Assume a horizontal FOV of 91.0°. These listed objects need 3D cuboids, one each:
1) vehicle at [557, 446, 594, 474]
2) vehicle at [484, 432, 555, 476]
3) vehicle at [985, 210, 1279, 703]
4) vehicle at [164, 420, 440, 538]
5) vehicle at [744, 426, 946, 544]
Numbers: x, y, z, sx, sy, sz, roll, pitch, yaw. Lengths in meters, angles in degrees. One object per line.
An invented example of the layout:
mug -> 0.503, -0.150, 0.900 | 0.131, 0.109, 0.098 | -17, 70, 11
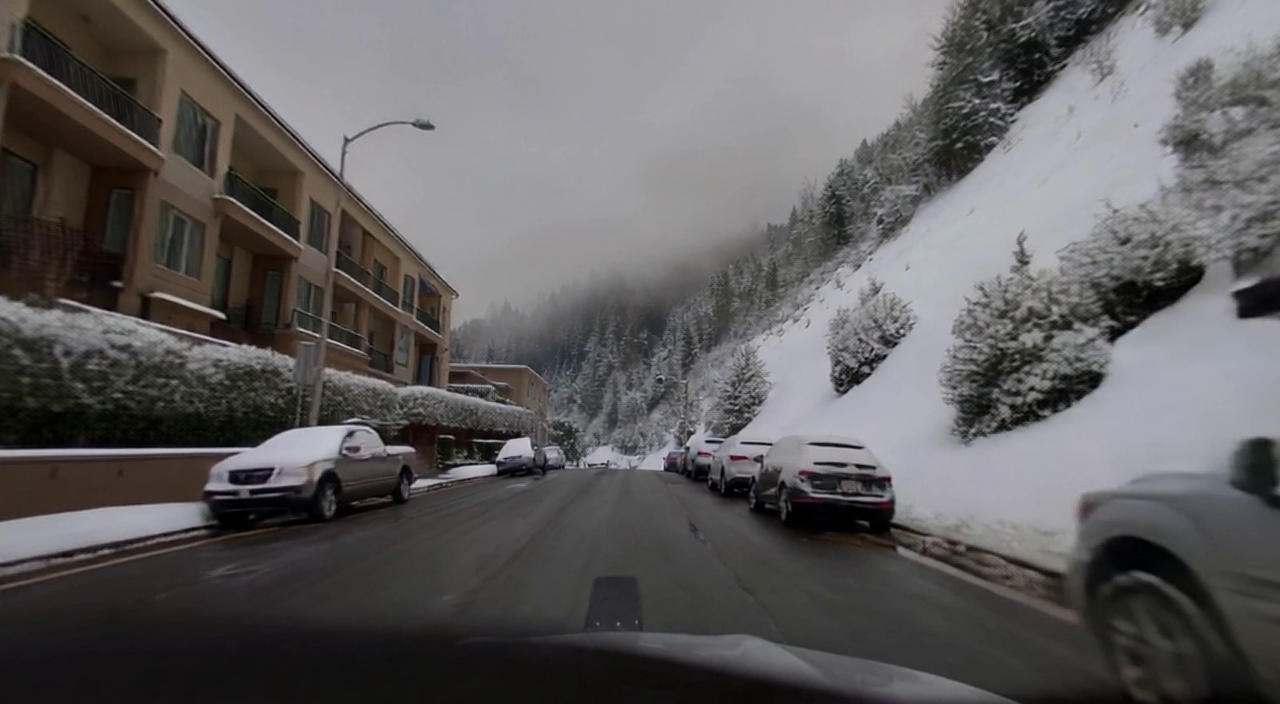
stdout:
vehicle -> -3.570, 6.141, 35.485 | 1.856, 1.474, 4.522 | 1, -11, -4
vehicle -> -6.454, 5.696, 34.542 | 2.692, 1.949, 5.948 | 0, -13, 0
vehicle -> 3.482, 0.465, 1.218 | 2.482, 2.184, 5.383 | 0, -8, -1
vehicle -> -6.220, 2.413, 12.758 | 2.374, 1.843, 5.638 | 0, -8, 1
vehicle -> 3.199, 2.170, 10.950 | 1.926, 1.602, 4.433 | 0, -8, -1
